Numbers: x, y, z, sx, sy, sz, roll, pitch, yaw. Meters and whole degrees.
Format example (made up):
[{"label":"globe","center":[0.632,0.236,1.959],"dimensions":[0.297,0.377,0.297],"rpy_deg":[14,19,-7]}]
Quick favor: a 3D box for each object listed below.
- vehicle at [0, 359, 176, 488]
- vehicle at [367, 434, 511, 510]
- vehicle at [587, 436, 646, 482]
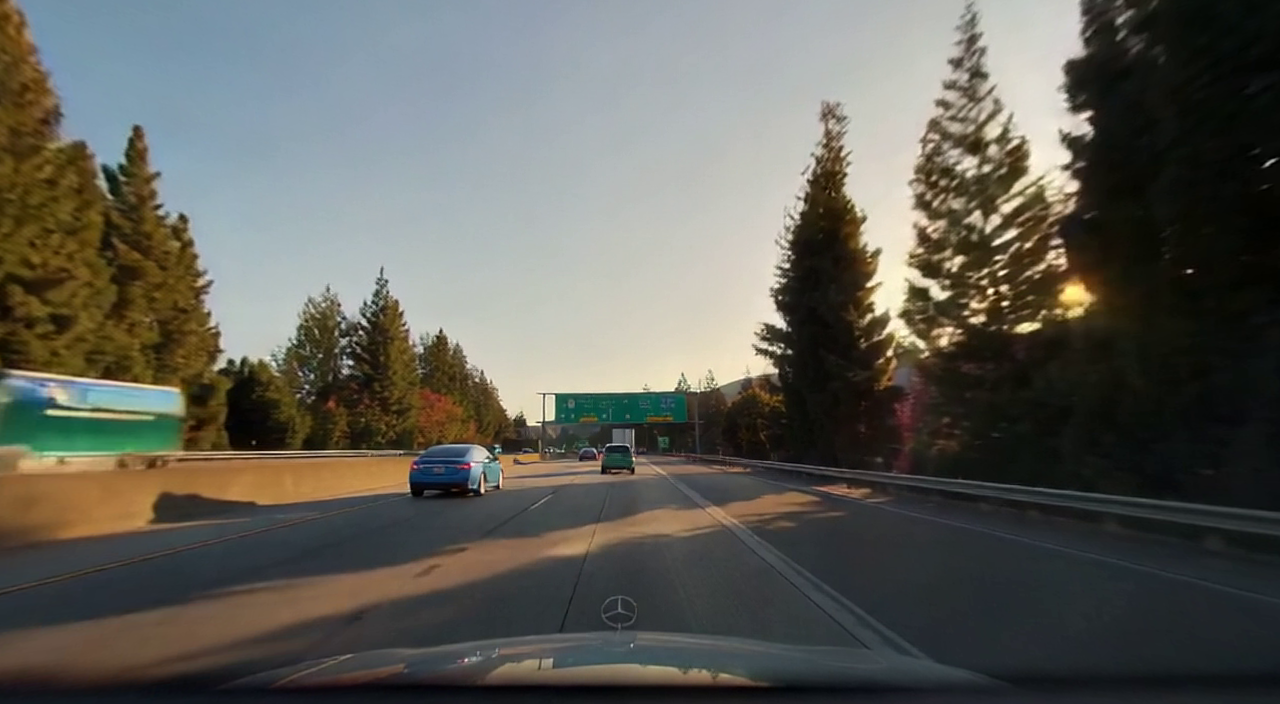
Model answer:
[{"label":"vehicle","center":[-18.403,2.247,18.809],"dimensions":[2.771,3.371,8.087],"rpy_deg":[0,-9,-1]},{"label":"vehicle","center":[-4.781,2.921,15.776],"dimensions":[2.103,1.588,4.709],"rpy_deg":[0,-9,0]},{"label":"vehicle","center":[-0.934,4.352,25.768],"dimensions":[2.220,1.711,4.056],"rpy_deg":[0,-9,-1]}]
